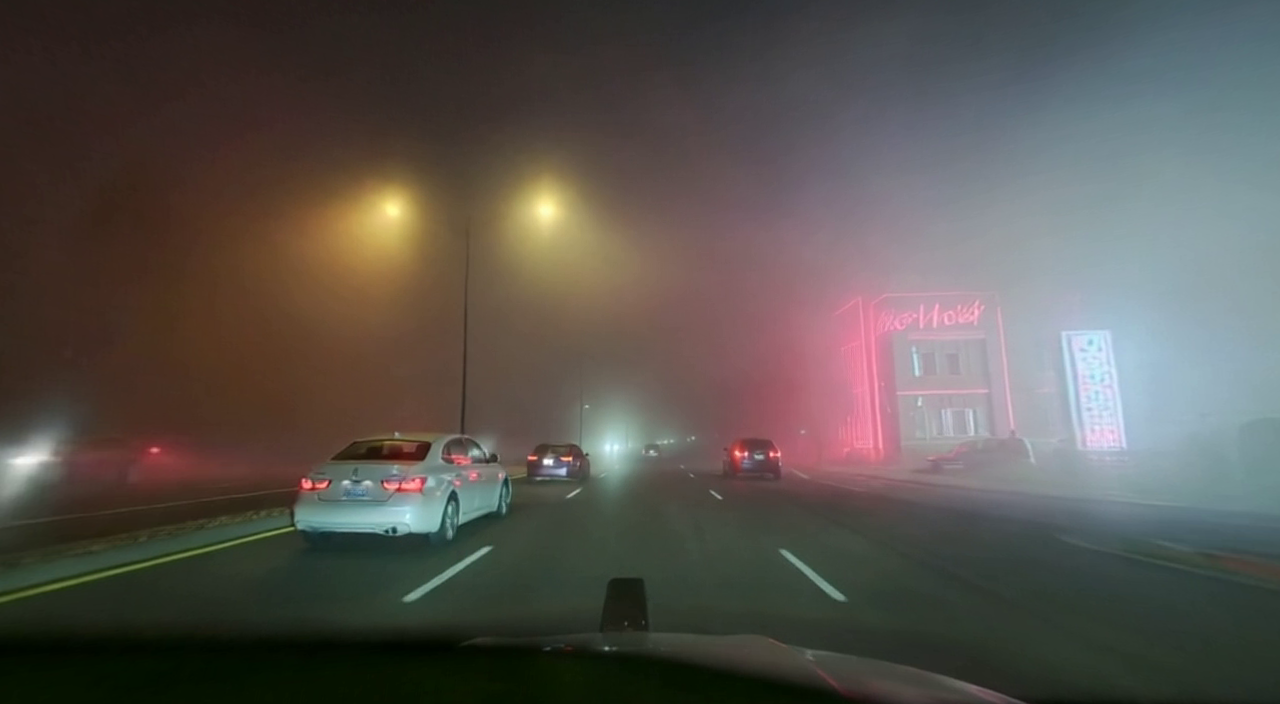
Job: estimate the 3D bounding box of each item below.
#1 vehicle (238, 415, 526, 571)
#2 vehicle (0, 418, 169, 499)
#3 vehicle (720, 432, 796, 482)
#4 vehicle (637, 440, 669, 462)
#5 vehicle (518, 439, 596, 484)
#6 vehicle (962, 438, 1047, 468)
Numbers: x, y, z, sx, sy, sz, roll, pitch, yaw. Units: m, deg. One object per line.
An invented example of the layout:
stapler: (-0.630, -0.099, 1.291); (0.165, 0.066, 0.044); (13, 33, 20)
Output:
vehicle: (-3.017, 1.755, 8.675); (2.118, 1.568, 4.436); (0, -8, -1)
vehicle: (-15.600, 2.779, 16.772); (2.180, 1.824, 4.922); (-1, -8, 2)
vehicle: (4.334, 3.927, 23.877); (2.103, 1.699, 4.171); (0, -8, 0)
vehicle: (0.981, 7.075, 45.042); (2.164, 1.477, 3.988); (-1, -8, 2)
vehicle: (-2.845, 3.852, 22.547); (1.980, 1.454, 4.226); (-1, -8, 3)
vehicle: (18.300, 5.062, 31.707); (3.368, 1.389, 1.595); (1, -8, -10)
